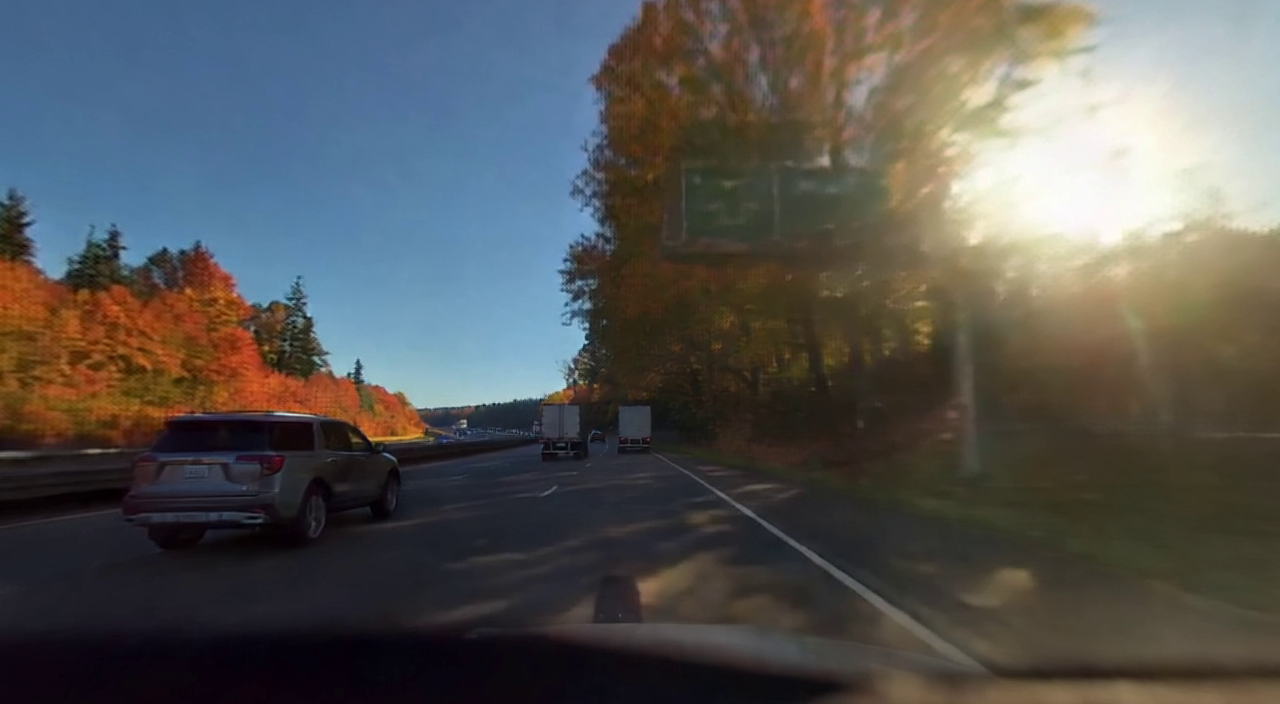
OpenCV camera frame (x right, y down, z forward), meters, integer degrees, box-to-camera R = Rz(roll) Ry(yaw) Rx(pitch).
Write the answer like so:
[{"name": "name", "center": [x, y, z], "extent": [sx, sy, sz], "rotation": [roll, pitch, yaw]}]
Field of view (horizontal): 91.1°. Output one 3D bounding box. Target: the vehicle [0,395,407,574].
[{"name": "vehicle", "center": [-4.944, 1.549, 8.216], "extent": [2.089, 1.669, 4.515], "rotation": [0, -8, -1]}]

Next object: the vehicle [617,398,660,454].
[{"name": "vehicle", "center": [-0.242, 5.918, 49.738], "extent": [3.078, 3.955, 8.774], "rotation": [0, -8, -2]}]

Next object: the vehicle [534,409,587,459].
[{"name": "vehicle", "center": [-4.599, 4.861, 37.317], "extent": [2.383, 2.726, 5.677], "rotation": [0, -8, 0]}]
